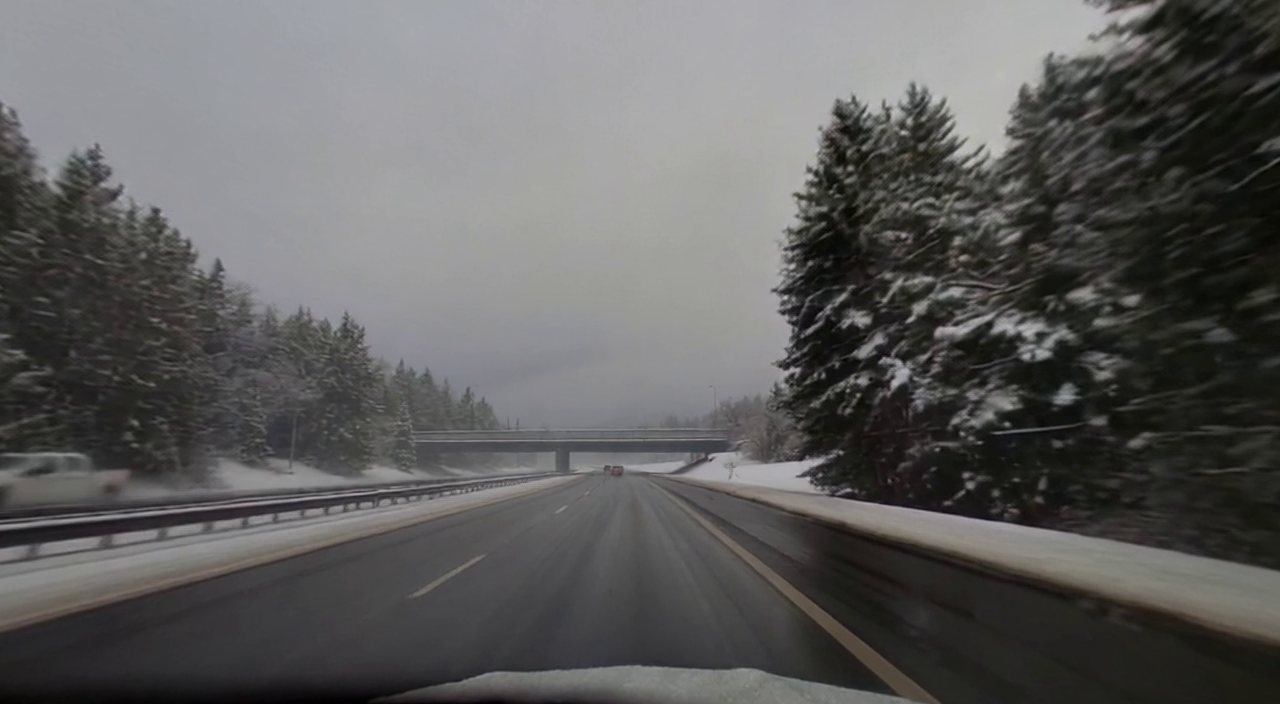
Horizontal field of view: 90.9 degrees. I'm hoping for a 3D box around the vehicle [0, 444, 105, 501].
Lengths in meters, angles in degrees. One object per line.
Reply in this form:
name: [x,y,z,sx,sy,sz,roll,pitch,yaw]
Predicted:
vehicle: [-18.076,3.361,17.659,2.080,1.488,4.621,1,-11,0]
